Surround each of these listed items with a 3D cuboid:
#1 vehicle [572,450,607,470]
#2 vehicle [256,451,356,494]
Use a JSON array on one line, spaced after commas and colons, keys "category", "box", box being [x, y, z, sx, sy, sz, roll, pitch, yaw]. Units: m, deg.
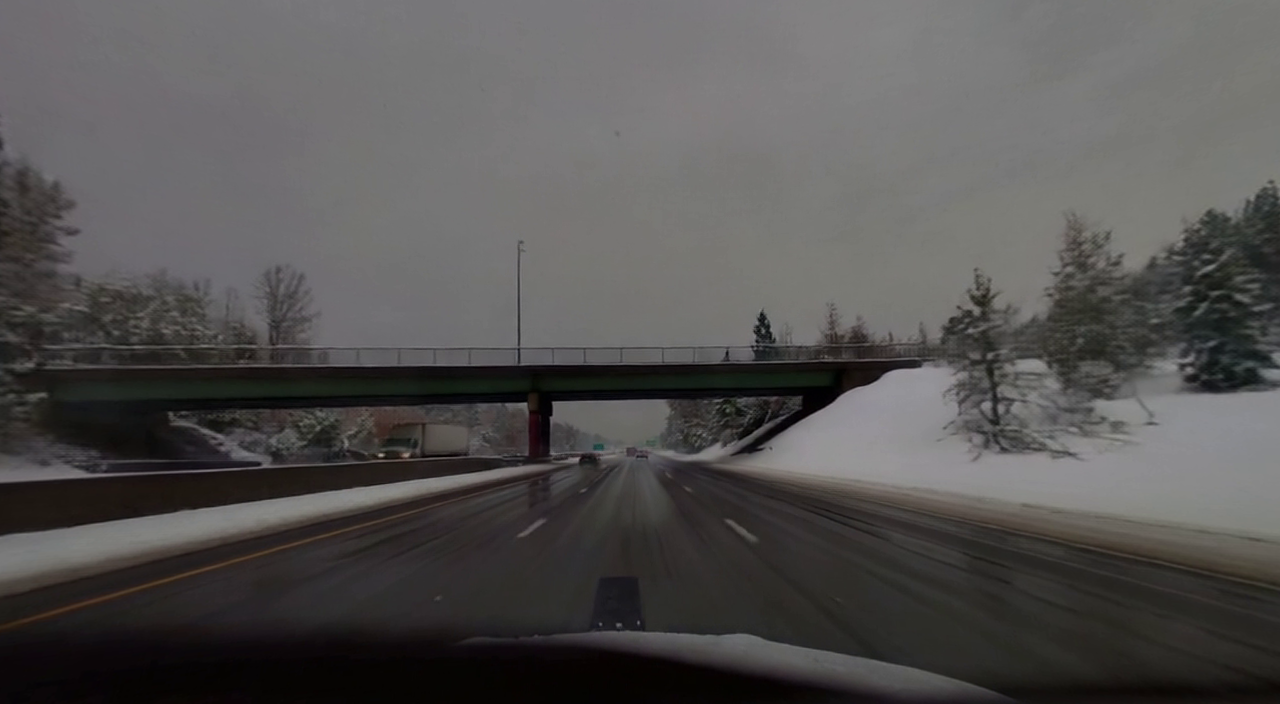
[{"category": "vehicle", "box": [-3.862, 8.342, 48.917, 2.293, 1.462, 4.452, 0, -9, 0]}, {"category": "vehicle", "box": [-12.131, 4.371, 23.148, 1.759, 1.410, 3.550, 0, -9, -1]}]
